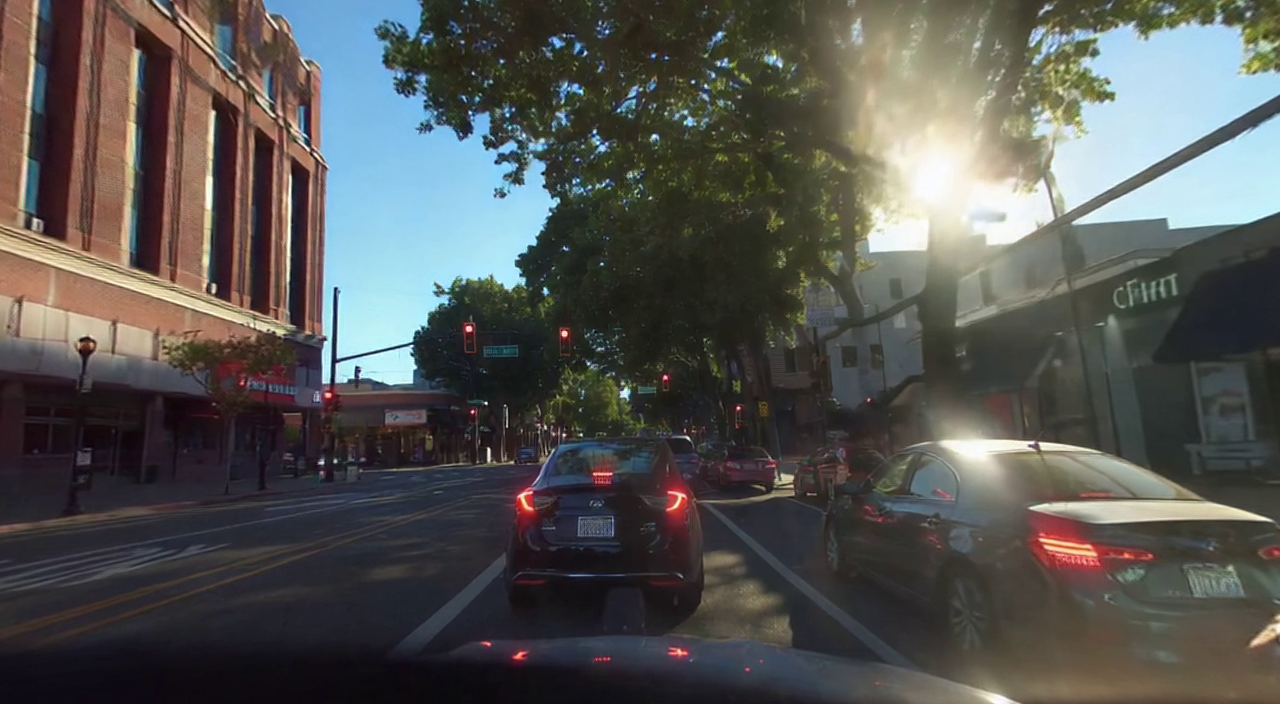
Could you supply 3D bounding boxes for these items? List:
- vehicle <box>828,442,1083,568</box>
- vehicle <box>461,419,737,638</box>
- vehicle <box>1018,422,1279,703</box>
[{"bbox_3d":[4.538,2.210,10.048,1.912,1.505,4.618,-1,-8,4],"label":"vehicle"},{"bbox_3d":[-0.283,1.494,6.257,1.888,1.489,3.703,0,-8,0],"label":"vehicle"},{"bbox_3d":[3.177,0.828,1.110,2.006,1.496,4.767,0,-9,-1],"label":"vehicle"}]
